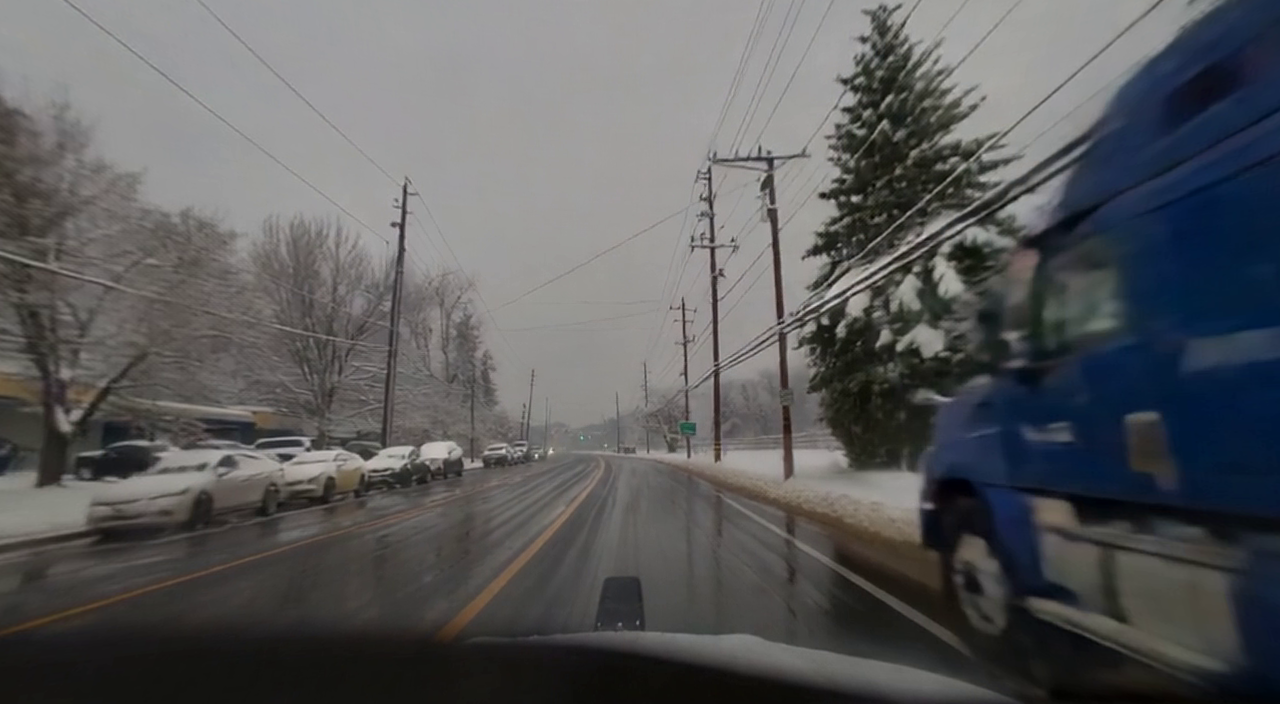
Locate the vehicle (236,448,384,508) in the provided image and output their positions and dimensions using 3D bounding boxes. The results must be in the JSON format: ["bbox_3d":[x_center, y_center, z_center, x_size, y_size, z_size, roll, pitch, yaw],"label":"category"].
[{"bbox_3d":[-9.216,3.520,18.204,1.878,1.471,4.698,0,-9,-2],"label":"vehicle"}]

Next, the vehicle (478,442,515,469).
[{"bbox_3d":[-10.604,7.697,47.145,2.016,1.872,5.297,1,-9,-6],"label":"vehicle"}]

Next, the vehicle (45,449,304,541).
[{"bbox_3d":[-8.957,2.729,12.832,1.939,1.480,4.632,1,-9,-4],"label":"vehicle"}]

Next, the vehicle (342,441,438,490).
[{"bbox_3d":[-9.539,4.351,24.545,2.027,1.719,4.575,0,-9,-3],"label":"vehicle"}]
